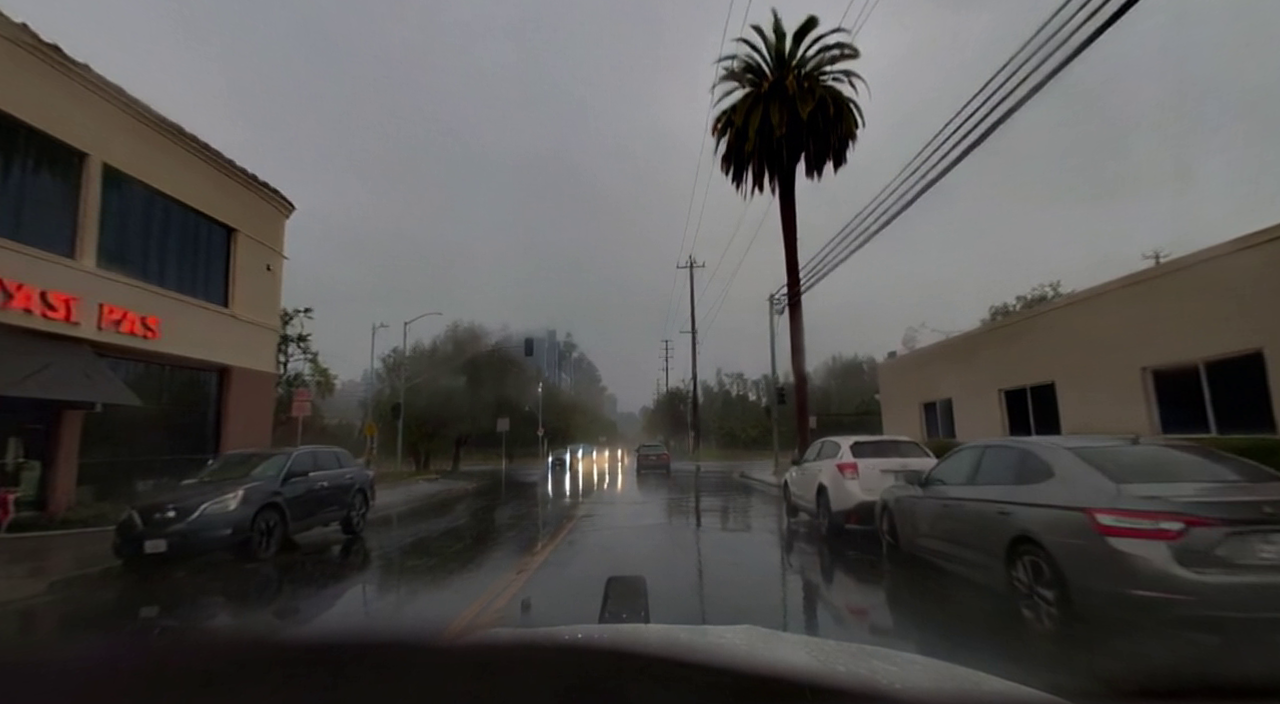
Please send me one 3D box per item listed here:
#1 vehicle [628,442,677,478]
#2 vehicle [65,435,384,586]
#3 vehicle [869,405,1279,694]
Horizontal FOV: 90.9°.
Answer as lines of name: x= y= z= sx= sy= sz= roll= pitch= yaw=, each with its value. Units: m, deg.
vehicle: x=0.513 y=5.064 z=29.676 sx=2.125 sy=1.524 sz=4.404 roll=0 pitch=-9 yaw=-1
vehicle: x=-6.217 y=2.386 z=10.415 sx=2.126 sy=1.864 sz=4.831 roll=0 pitch=-9 yaw=-3
vehicle: x=3.722 y=1.426 z=5.606 sx=1.915 sy=1.591 sz=4.087 roll=0 pitch=-9 yaw=2
